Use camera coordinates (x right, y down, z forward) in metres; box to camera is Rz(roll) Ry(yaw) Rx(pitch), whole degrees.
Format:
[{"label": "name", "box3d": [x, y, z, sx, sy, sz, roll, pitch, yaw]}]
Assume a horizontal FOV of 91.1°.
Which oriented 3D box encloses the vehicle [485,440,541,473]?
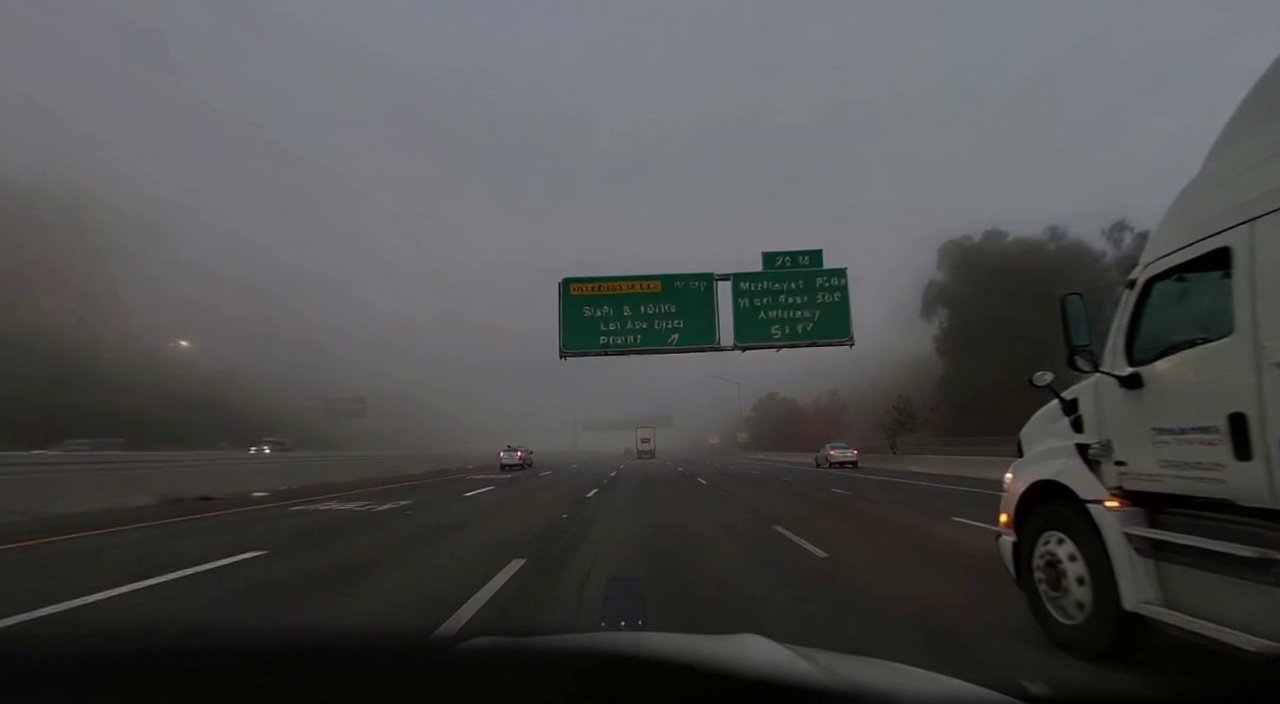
[{"label": "vehicle", "box3d": [-6.739, 5.601, 33.893, 1.980, 1.666, 4.562, 0, -8, 1]}]
